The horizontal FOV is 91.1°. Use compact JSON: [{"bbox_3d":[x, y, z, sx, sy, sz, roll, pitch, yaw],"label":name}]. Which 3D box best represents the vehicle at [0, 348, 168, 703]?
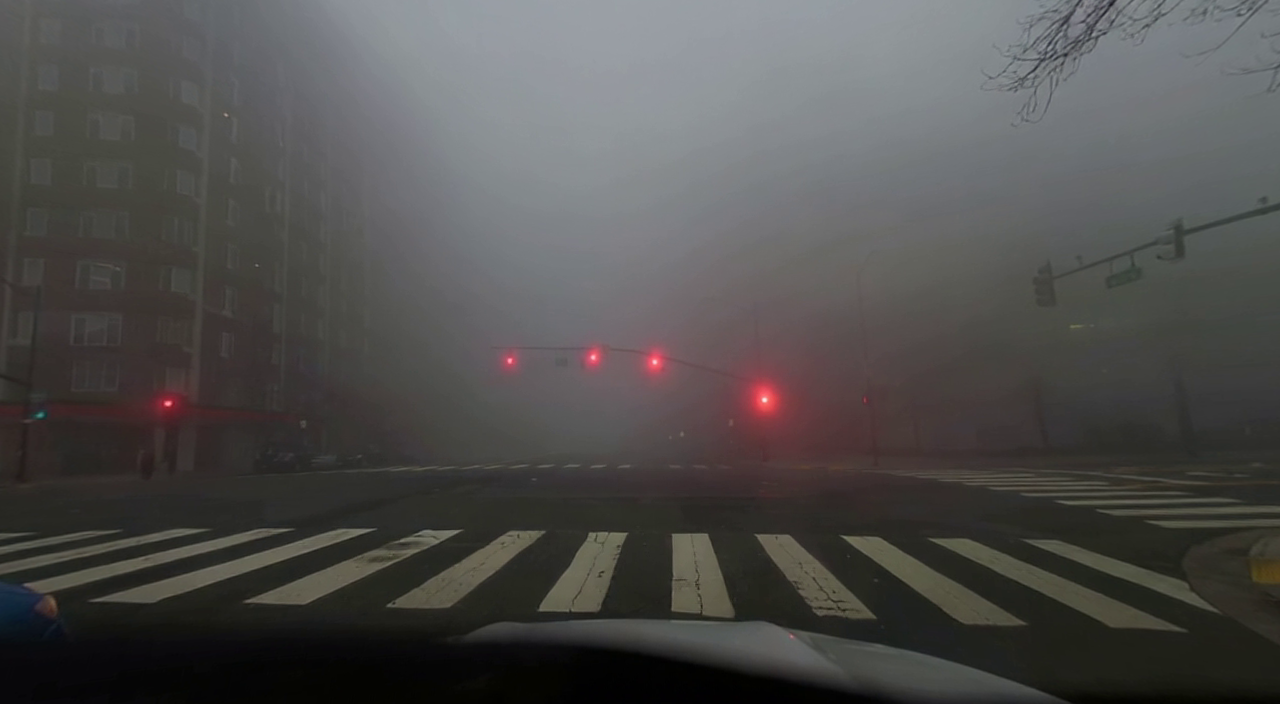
[{"bbox_3d":[-3.637,0.620,1.056,2.109,1.692,4.587,0,-8,0],"label":"vehicle"}]
